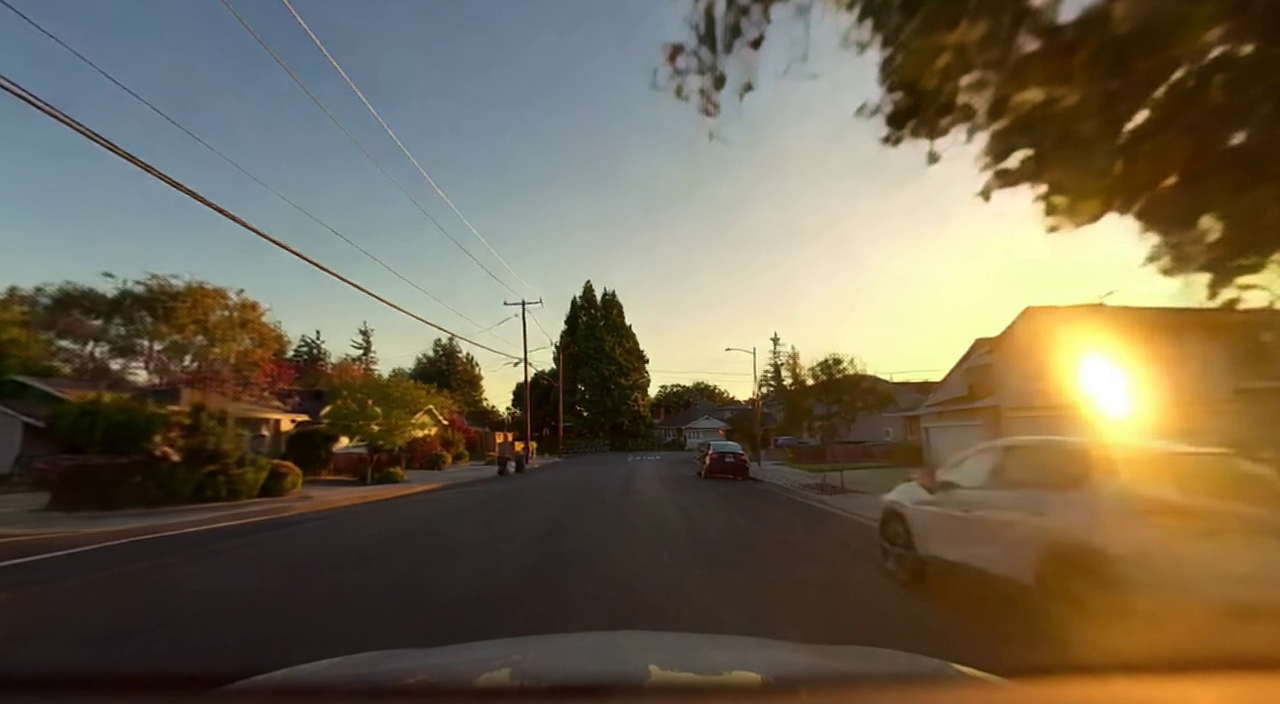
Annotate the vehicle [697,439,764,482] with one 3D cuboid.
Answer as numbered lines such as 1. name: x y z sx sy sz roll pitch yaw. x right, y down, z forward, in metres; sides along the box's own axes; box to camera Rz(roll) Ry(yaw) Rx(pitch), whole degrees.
1. vehicle: 3.573 4.354 25.682 2.012 1.531 4.557 1 -9 -1

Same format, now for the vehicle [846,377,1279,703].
1. vehicle: 3.750 1.345 5.625 2.134 1.720 4.515 1 -9 -2
